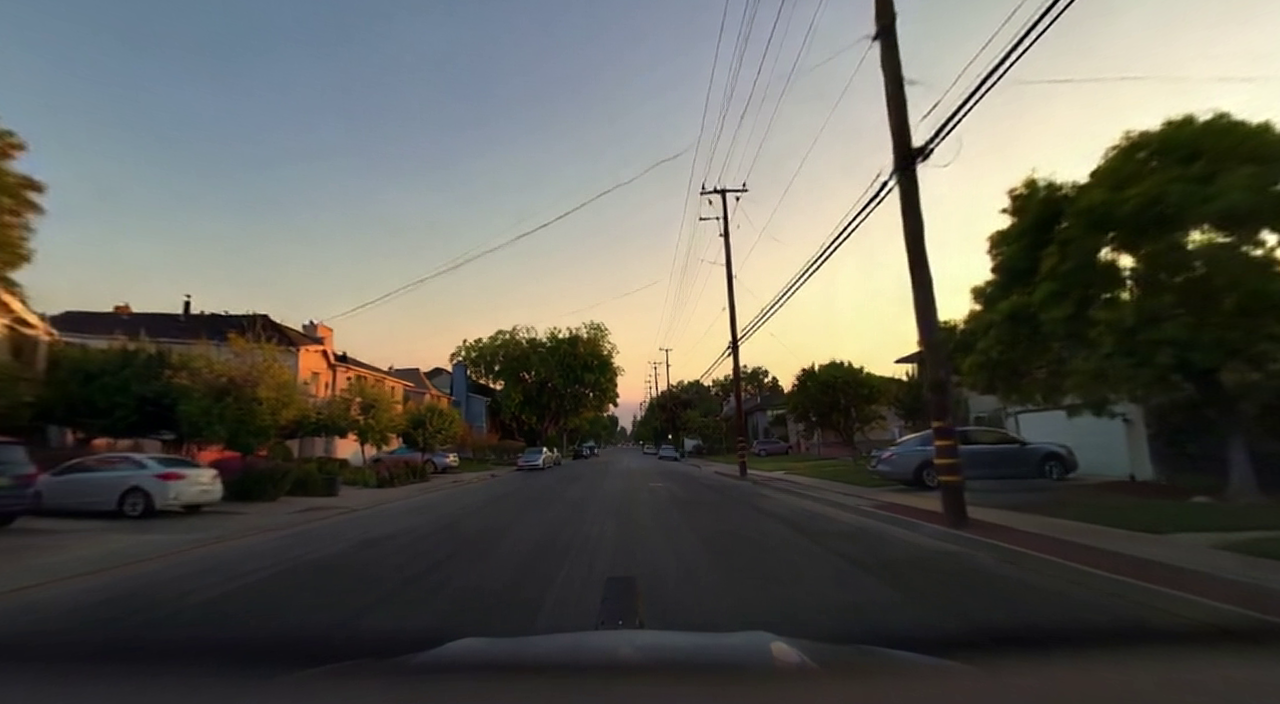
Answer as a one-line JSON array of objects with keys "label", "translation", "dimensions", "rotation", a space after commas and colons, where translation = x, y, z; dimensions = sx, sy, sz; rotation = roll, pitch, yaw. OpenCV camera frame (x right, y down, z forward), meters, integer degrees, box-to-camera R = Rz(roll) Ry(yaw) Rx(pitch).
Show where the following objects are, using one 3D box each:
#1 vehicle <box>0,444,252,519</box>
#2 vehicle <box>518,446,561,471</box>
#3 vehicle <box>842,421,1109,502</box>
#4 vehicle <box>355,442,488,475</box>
[{"label": "vehicle", "translation": [-11.295, 2.757, 13.719], "dimensions": [4.371, 1.482, 1.954], "rotation": [0, -9, -1]}, {"label": "vehicle", "translation": [-6.631, 7.062, 42.193], "dimensions": [2.208, 1.491, 5.089], "rotation": [0, -8, -1]}, {"label": "vehicle", "translation": [8.964, 2.948, 17.419], "dimensions": [5.890, 1.896, 2.459], "rotation": [-2, -7, 1]}, {"label": "vehicle", "translation": [-12.295, 6.039, 35.974], "dimensions": [6.619, 1.759, 2.632], "rotation": [0, -9, -2]}]
